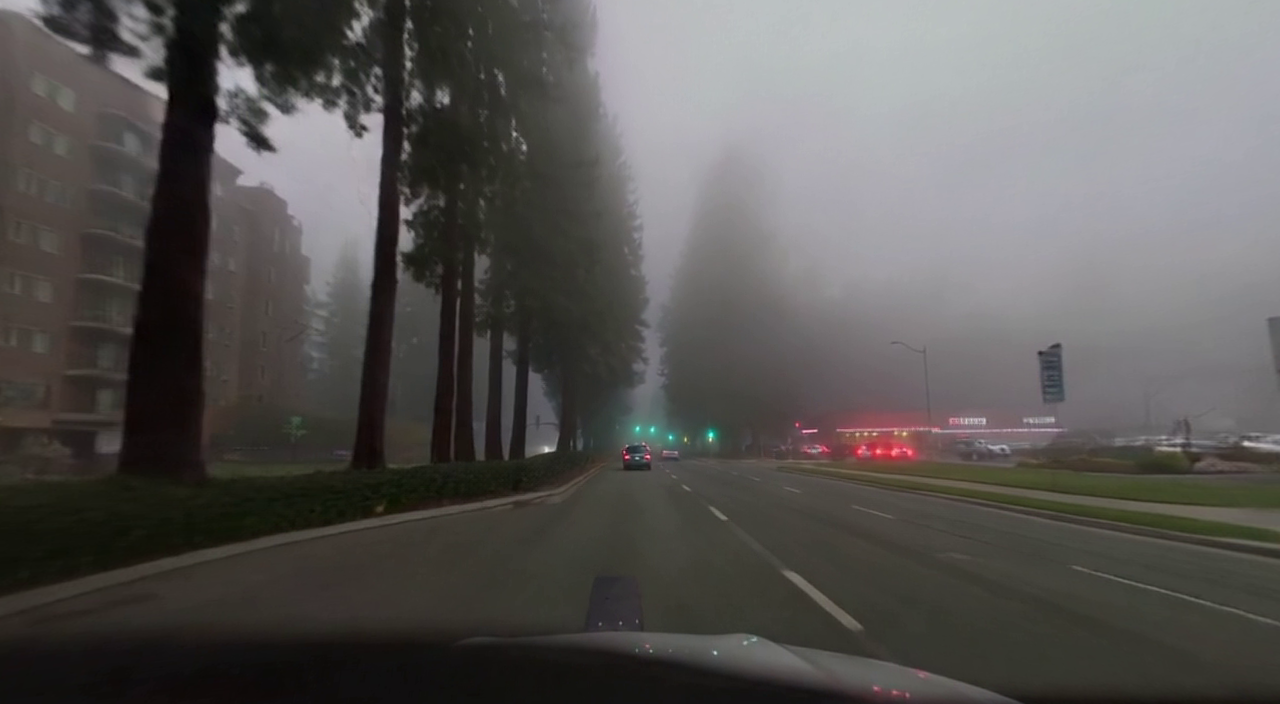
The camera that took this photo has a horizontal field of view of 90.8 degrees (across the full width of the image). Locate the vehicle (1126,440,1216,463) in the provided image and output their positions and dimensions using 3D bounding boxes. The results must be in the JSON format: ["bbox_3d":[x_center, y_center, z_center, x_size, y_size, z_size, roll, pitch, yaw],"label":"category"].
[{"bbox_3d":[40.351,7.525,48.138,1.962,1.620,4.755,5,-9,-29],"label":"vehicle"}]

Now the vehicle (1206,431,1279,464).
[{"bbox_3d":[34.772,5.239,34.863,2.094,1.741,4.669,4,-8,-29],"label":"vehicle"}]
